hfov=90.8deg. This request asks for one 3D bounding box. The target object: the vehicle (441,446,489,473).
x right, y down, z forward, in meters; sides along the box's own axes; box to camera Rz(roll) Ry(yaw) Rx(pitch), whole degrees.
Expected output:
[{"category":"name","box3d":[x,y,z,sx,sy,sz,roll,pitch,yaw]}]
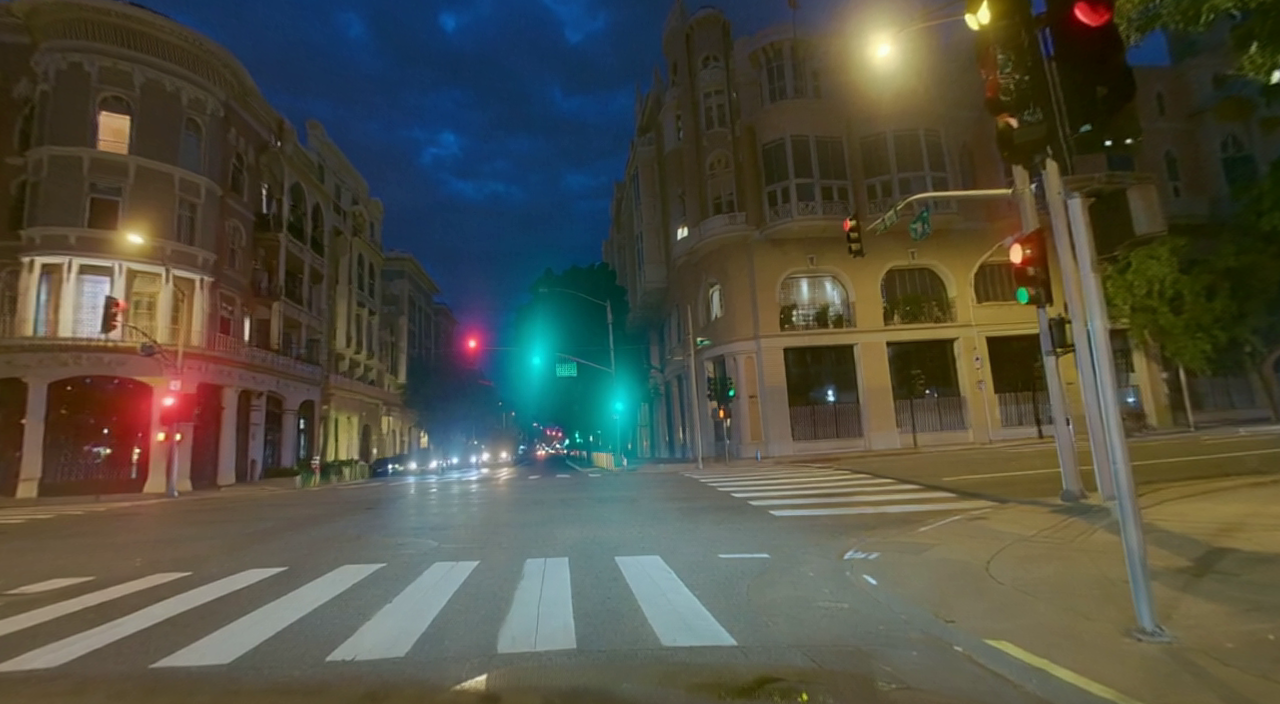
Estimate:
[{"category":"vehicle","box3d":[-10.459,6.467,38.147,2.196,1.503,4.371,1,-8,-8]}]
